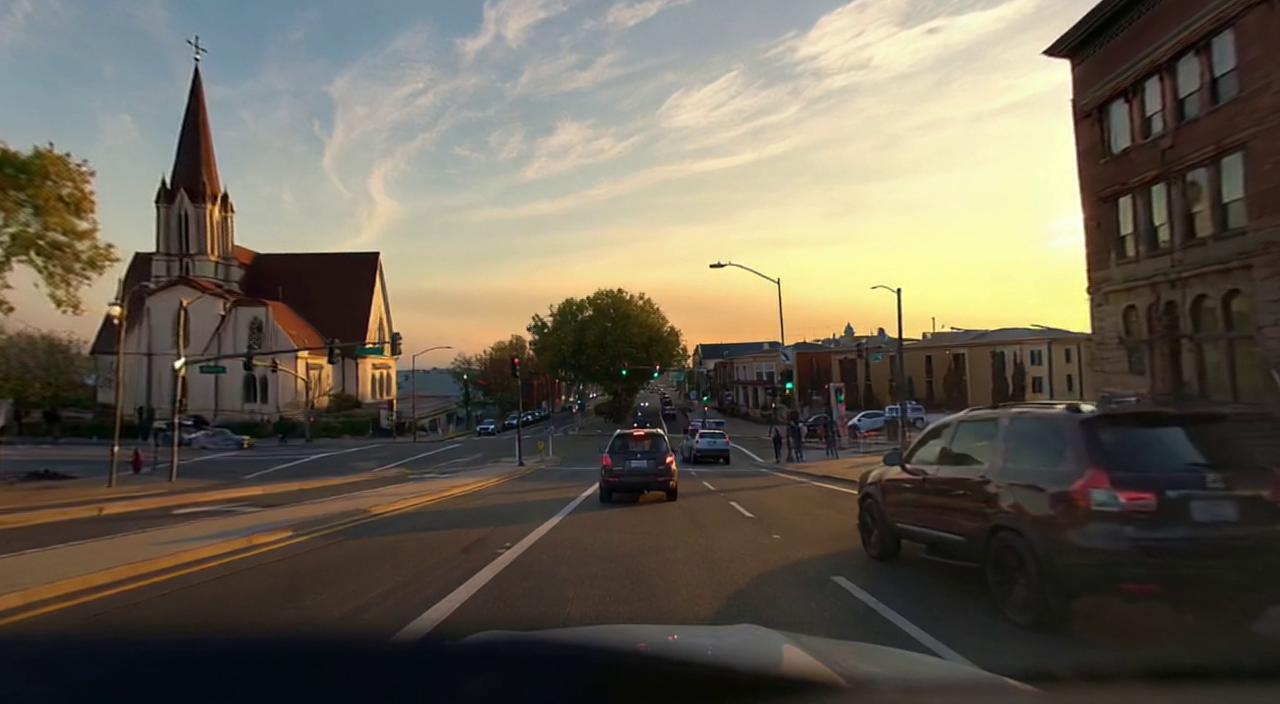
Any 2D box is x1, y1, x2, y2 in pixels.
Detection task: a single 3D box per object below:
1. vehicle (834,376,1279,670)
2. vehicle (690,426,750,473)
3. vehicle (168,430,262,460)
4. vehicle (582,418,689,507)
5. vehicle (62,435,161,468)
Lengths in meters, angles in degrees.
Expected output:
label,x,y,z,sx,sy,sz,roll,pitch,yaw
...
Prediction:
label,x,y,z,sx,sy,sz,roll,pitch,yaw
vehicle,3.682,1.350,6.141,2.080,1.735,4.650,0,-8,0
vehicle,3.902,4.802,31.759,2.228,1.922,5.335,3,-6,0
vehicle,-29.564,6.456,44.039,4.955,1.828,2.268,0,-3,-2
vehicle,0.003,2.530,14.836,2.168,1.776,4.135,0,-8,3
vehicle,-33.942,6.382,40.644,4.551,1.784,2.121,0,0,-1
